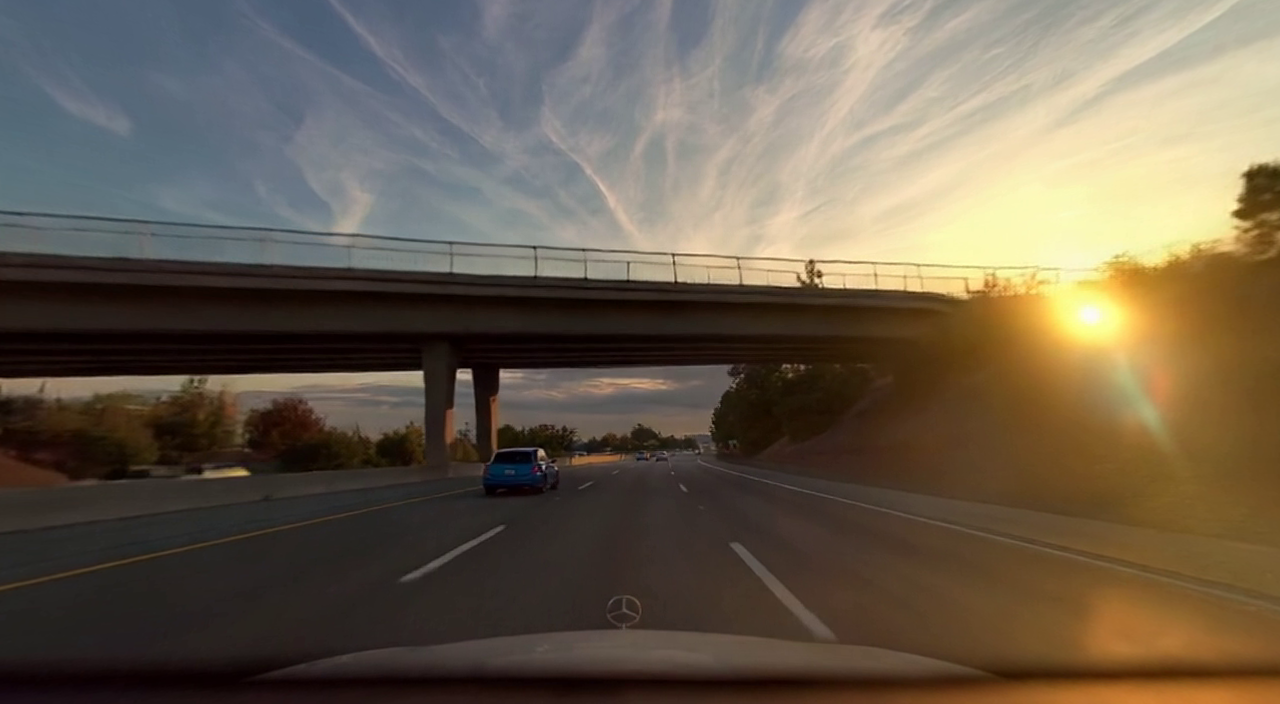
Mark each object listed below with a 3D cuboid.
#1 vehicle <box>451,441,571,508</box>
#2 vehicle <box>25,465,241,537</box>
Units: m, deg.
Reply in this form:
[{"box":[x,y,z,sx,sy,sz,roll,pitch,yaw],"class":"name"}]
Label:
[{"box":[-3.431,3.380,17.887,2.274,1.628,4.807,0,-9,2],"class":"vehicle"},{"box":[-12.363,3.607,15.839,1.822,1.448,4.297,0,-9,0],"class":"vehicle"}]
